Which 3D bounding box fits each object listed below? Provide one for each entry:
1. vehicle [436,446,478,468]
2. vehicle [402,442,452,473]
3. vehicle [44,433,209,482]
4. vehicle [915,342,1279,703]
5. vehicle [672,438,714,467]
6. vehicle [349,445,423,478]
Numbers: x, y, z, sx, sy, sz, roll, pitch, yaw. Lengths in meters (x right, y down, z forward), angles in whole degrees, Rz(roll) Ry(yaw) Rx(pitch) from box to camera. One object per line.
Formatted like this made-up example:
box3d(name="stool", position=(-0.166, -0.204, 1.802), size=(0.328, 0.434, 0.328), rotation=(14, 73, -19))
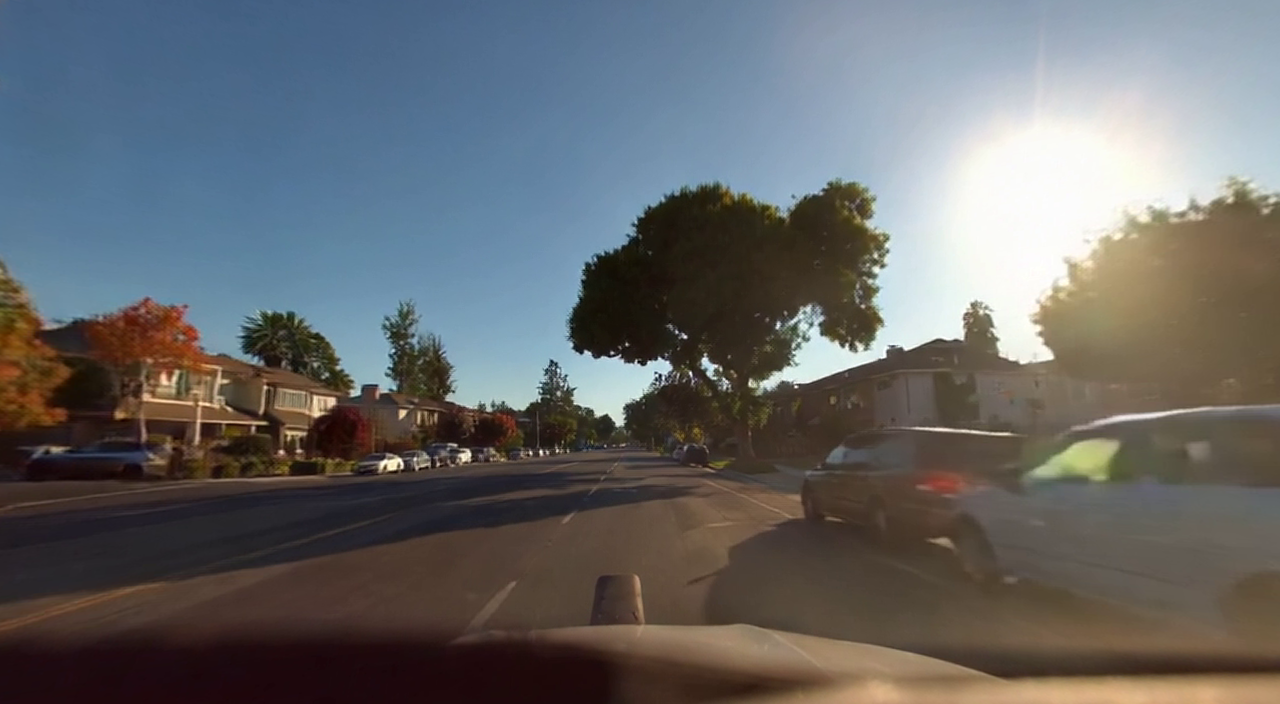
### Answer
box3d(name="vehicle", position=(-13.739, 7.861, 47.633), size=(1.921, 1.498, 4.460), rotation=(0, -7, -1))
box3d(name="vehicle", position=(-13.732, 6.814, 40.978), size=(1.844, 1.764, 4.183), rotation=(-1, -7, 0))
box3d(name="vehicle", position=(-22.732, 4.687, 28.148), size=(5.386, 2.043, 2.124), rotation=(0, -9, -1))
box3d(name="vehicle", position=(3.834, 1.058, 4.127), size=(1.912, 1.790, 4.715), rotation=(0, -9, 0))
box3d(name="vehicle", position=(3.356, 6.486, 40.729), size=(2.221, 1.718, 5.192), rotation=(0, -9, 0))
box3d(name="vehicle", position=(-13.732, 5.912, 34.431), size=(2.131, 1.492, 4.310), rotation=(-1, -7, 2))
